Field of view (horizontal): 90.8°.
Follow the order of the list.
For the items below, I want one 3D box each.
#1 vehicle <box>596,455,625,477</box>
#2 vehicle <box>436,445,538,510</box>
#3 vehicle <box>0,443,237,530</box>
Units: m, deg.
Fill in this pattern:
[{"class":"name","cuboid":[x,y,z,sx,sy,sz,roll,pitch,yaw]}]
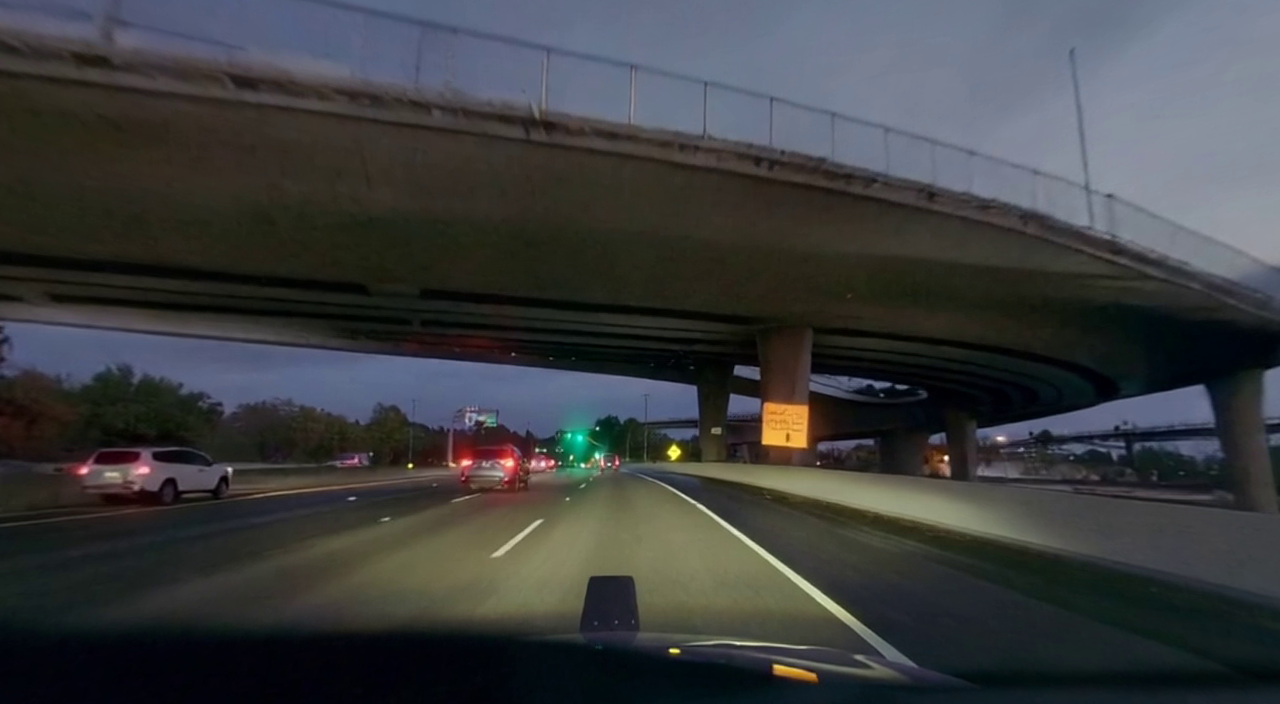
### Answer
[{"class":"vehicle","cuboid":[-2.198,8.438,46.787,2.051,1.459,4.092,1,-9,-4]},{"class":"vehicle","cuboid":[-4.302,3.568,18.525,2.024,1.655,4.192,0,-8,-1]},{"class":"vehicle","cuboid":[-11.687,2.974,14.618,1.967,1.681,4.203,0,-8,-1]}]
